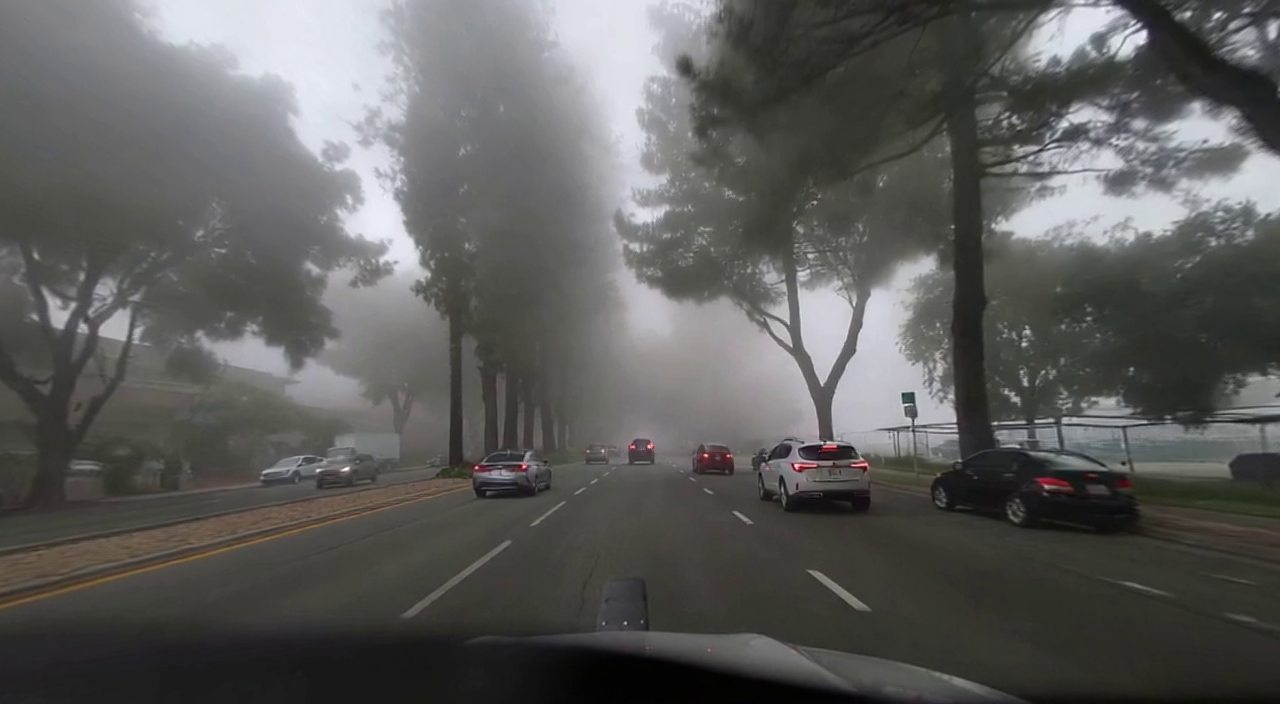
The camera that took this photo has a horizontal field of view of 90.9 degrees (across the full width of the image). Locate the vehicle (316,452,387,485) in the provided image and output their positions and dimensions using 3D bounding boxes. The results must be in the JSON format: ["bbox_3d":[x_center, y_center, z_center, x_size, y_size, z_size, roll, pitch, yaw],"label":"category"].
[{"bbox_3d":[-15.982,6.456,35.205,1.918,1.692,4.338,0,-9,0],"label":"vehicle"}]

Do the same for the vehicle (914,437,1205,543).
[{"bbox_3d":[6.827,2.260,11.045,2.035,1.449,4.427,0,-9,0],"label":"vehicle"}]

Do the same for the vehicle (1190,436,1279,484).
[{"bbox_3d":[23.383,4.179,24.644,4.414,1.701,1.978,7,-11,-39],"label":"vehicle"}]

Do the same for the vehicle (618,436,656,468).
[{"bbox_3d":[-0.195,6.333,39.964,2.247,1.882,4.603,0,-9,0],"label":"vehicle"}]

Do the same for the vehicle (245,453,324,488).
[{"bbox_3d":[-22.492,7.459,40.184,2.257,1.909,5.115,-1,-8,-3],"label":"vehicle"}]

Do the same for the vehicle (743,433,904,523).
[{"bbox_3d":[3.423,2.428,12.702,1.919,1.502,4.232,0,-9,0],"label":"vehicle"}]

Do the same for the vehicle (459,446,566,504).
[{"bbox_3d":[-3.230,3.198,16.837,2.013,1.354,3.908,0,-9,0],"label":"vehicle"}]

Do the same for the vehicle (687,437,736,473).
[{"bbox_3d":[3.666,5.371,33.018,1.980,1.709,4.367,0,-9,-1],"label":"vehicle"}]
